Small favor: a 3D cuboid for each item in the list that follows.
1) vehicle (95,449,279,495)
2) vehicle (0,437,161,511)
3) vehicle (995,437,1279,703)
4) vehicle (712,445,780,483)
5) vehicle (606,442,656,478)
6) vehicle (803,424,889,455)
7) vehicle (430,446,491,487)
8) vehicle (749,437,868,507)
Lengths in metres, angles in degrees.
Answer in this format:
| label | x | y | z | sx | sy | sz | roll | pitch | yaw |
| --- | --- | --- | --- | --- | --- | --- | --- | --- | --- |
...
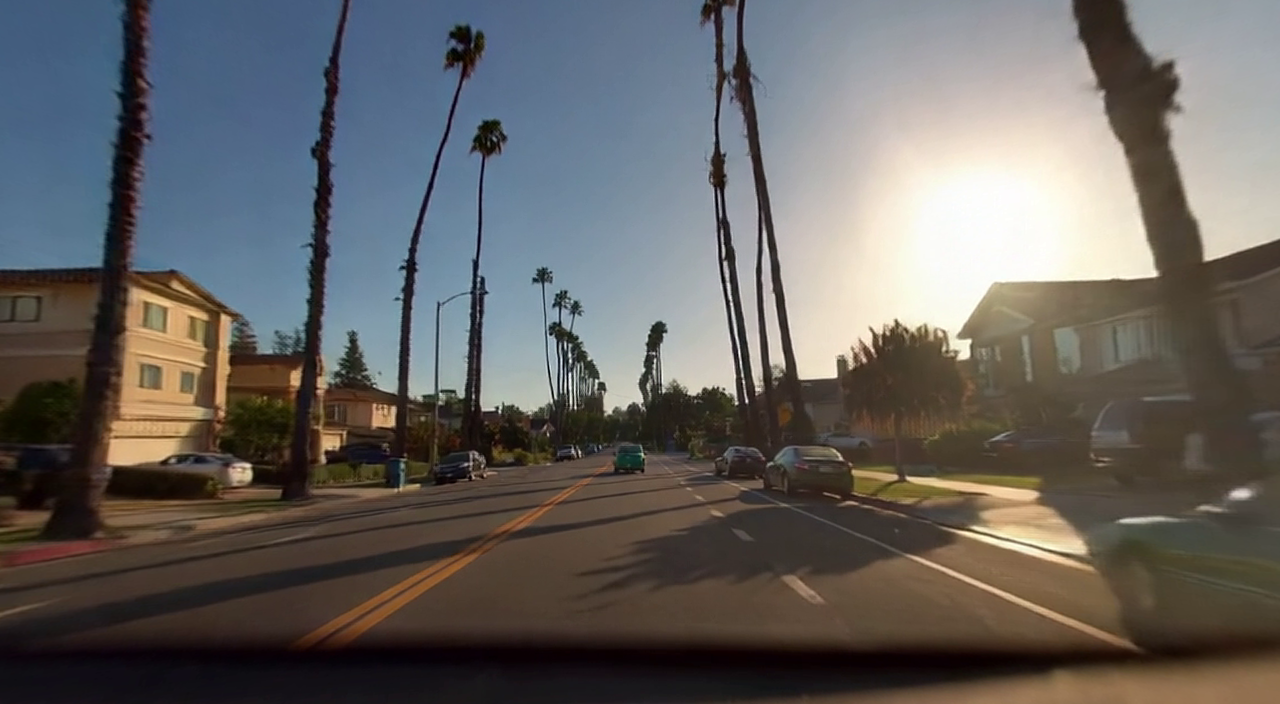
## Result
| label | x | y | z | sx | sy | sz | roll | pitch | yaw |
| --- | --- | --- | --- | --- | --- | --- | --- | --- | --- |
| vehicle | -15.799 | 4.175 | 22.259 | 4.654 | 1.490 | 2.381 | 0 | -9 | 2 |
| vehicle | -15.815 | 3.220 | 17.013 | 3.810 | 1.823 | 2.427 | 2 | -9 | -12 |
| vehicle | 4.548 | 1.229 | 3.526 | 2.033 | 1.495 | 5.175 | 0 | -9 | -1 |
| vehicle | 4.580 | 4.925 | 28.195 | 2.013 | 1.501 | 5.235 | 0 | -9 | -1 |
| vehicle | -0.421 | 4.875 | 28.694 | 2.098 | 1.483 | 4.099 | 0 | -9 | -1 |
| vehicle | 13.362 | 5.750 | 41.191 | 4.913 | 1.930 | 2.020 | -1 | -9 | 6 |
| vehicle | -8.942 | 5.689 | 31.828 | 1.945 | 1.666 | 4.107 | -3 | -6 | -1 |
| vehicle | 4.492 | 3.272 | 17.817 | 2.017 | 1.646 | 5.389 | 0 | -9 | 2 |
